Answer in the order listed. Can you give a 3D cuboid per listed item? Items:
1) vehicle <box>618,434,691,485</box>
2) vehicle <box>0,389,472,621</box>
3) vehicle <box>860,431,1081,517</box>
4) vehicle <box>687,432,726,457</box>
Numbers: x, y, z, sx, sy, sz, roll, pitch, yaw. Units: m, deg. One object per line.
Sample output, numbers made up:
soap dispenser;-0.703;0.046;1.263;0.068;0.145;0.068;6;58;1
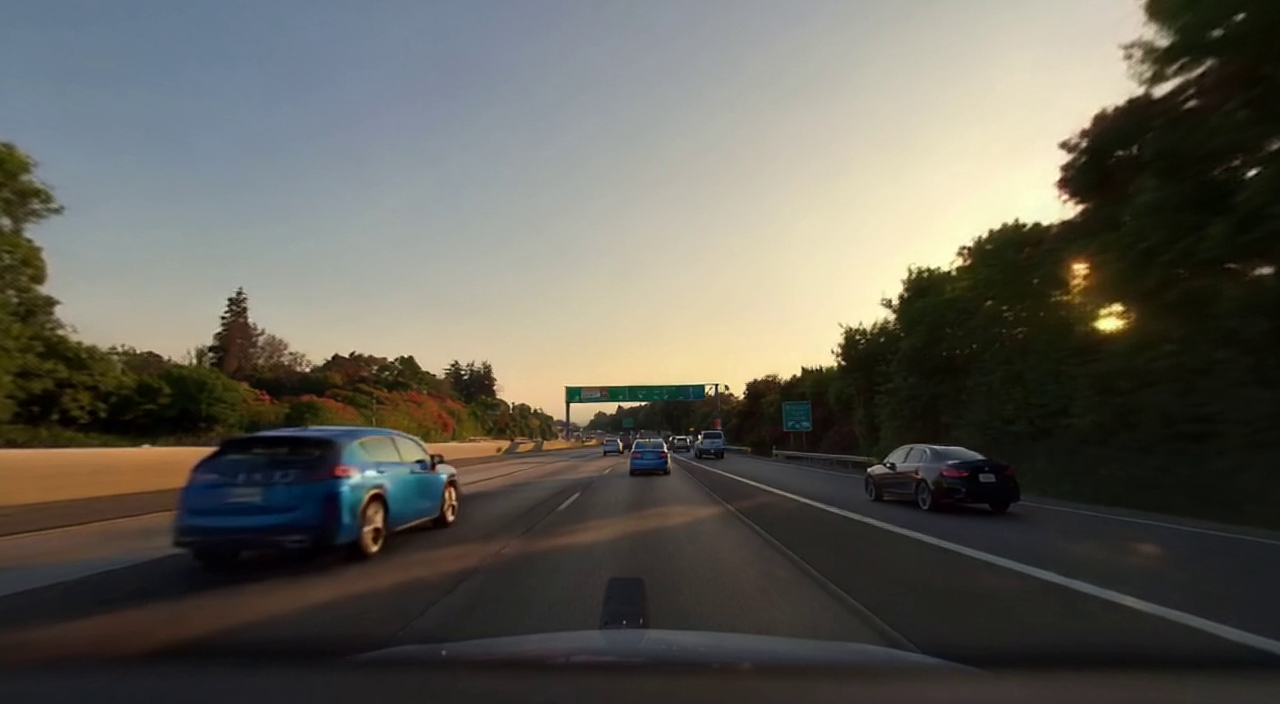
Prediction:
vehicle;0.414;3.438;20.427;2.113;1.464;4.073;0;-8;0
vehicle;-3.561;1.422;6.964;1.927;1.586;5.142;0;-8;1
vehicle;6.337;2.374;12.839;2.030;1.442;4.358;0;-8;-2
vehicle;4.803;6.805;46.437;2.261;1.781;4.709;0;-8;-1
